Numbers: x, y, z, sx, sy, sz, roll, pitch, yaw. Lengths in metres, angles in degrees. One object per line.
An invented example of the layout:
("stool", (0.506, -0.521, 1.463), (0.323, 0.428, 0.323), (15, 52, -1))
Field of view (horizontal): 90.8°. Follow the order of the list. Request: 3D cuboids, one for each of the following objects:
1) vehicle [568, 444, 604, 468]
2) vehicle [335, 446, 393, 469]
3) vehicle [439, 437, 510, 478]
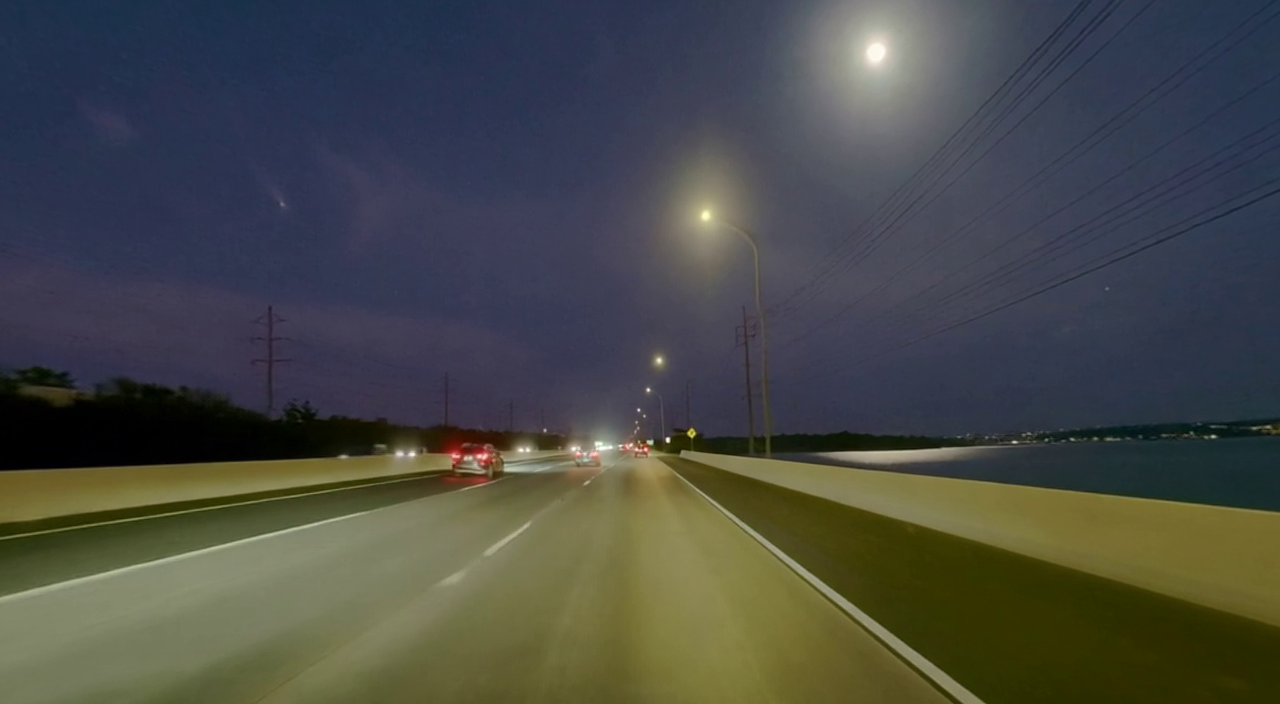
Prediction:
("vehicle", (-3.531, 6.911, 42.197), (1.957, 1.494, 4.207), (0, -9, 1))
("vehicle", (-18.815, 7.174, 43.292), (1.872, 1.466, 4.649), (0, -9, 0))
("vehicle", (-7.540, 4.854, 29.261), (2.050, 1.717, 4.418), (0, -9, 1))
